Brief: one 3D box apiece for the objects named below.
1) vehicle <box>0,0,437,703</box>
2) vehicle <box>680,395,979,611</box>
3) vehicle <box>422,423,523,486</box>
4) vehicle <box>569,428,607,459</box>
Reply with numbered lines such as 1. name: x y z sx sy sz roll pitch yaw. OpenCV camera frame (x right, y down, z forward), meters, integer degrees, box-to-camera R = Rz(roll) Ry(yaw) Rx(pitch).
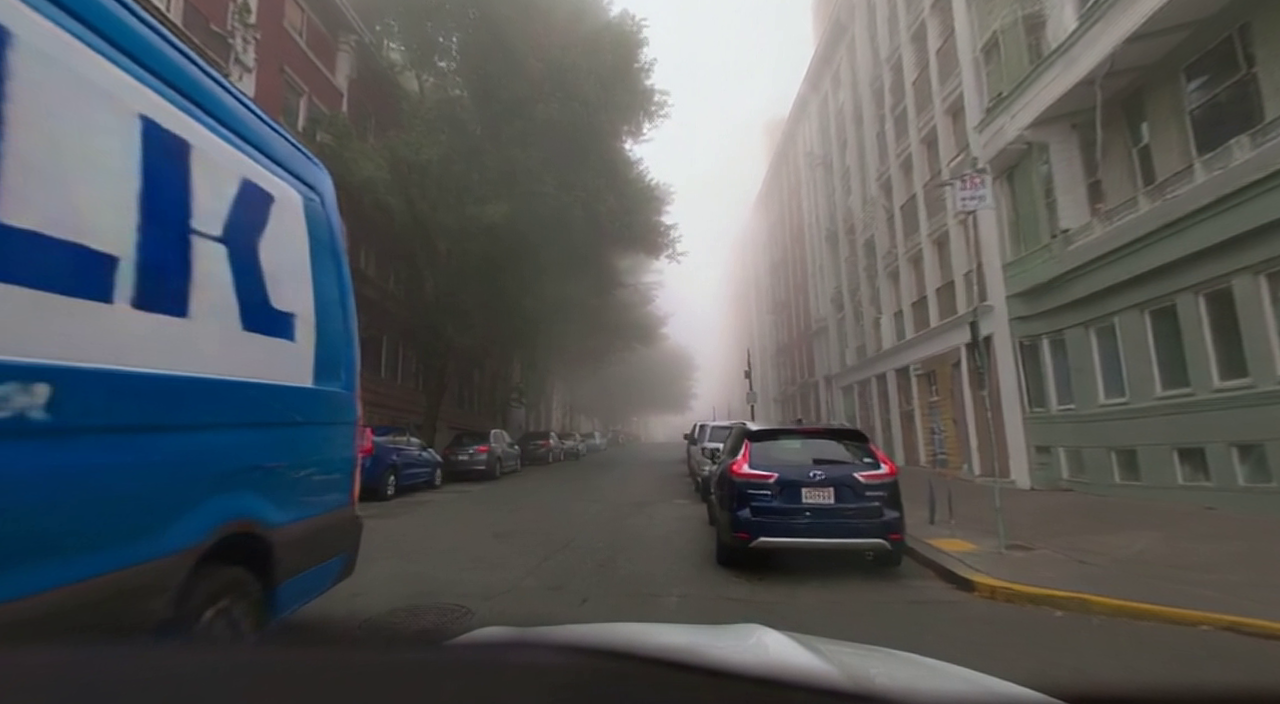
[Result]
1. vehicle: -3.071 -0.103 1.473 2.558 3.014 7.101 -1 -9 2
2. vehicle: 1.461 1.360 6.767 1.925 1.481 4.653 -1 -8 2
3. vehicle: -4.978 3.039 19.324 1.867 1.519 3.920 1 -4 2
4. vehicle: -3.615 6.384 44.307 2.027 1.640 4.444 1 -3 3
